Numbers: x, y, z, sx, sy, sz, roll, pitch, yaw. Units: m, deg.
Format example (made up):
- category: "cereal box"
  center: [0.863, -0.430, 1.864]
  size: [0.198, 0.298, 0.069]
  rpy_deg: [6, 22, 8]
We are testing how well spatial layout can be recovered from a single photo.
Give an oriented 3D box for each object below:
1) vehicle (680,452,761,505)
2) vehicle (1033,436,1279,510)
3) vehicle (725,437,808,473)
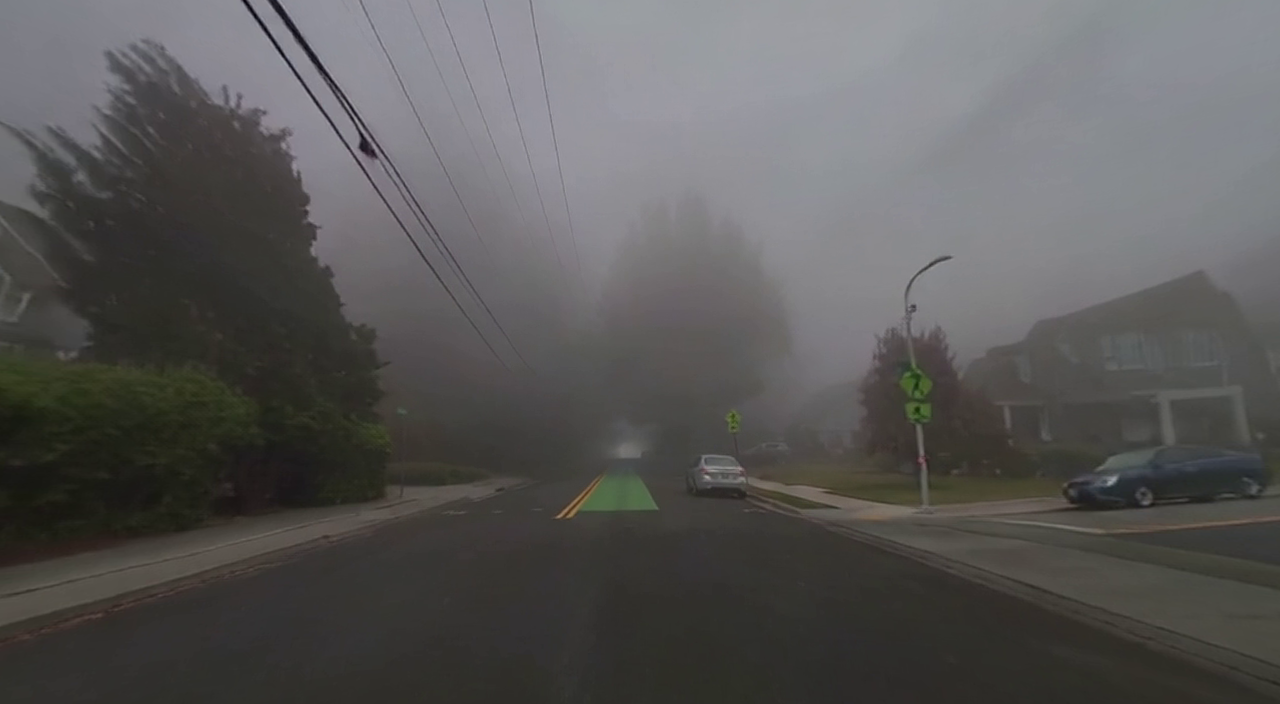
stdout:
- category: "vehicle"
  center: [2.666, 4.332, 22.288]
  size: [1.989, 1.545, 5.423]
  rpy_deg: [0, -8, -2]
- category: "vehicle"
  center: [11.856, 2.716, 14.108]
  size: [4.809, 1.494, 1.940]
  rpy_deg: [0, -13, -2]
- category: "vehicle"
  center: [8.470, 6.910, 42.552]
  size: [4.922, 1.846, 1.941]
  rpy_deg: [-6, -8, -6]
